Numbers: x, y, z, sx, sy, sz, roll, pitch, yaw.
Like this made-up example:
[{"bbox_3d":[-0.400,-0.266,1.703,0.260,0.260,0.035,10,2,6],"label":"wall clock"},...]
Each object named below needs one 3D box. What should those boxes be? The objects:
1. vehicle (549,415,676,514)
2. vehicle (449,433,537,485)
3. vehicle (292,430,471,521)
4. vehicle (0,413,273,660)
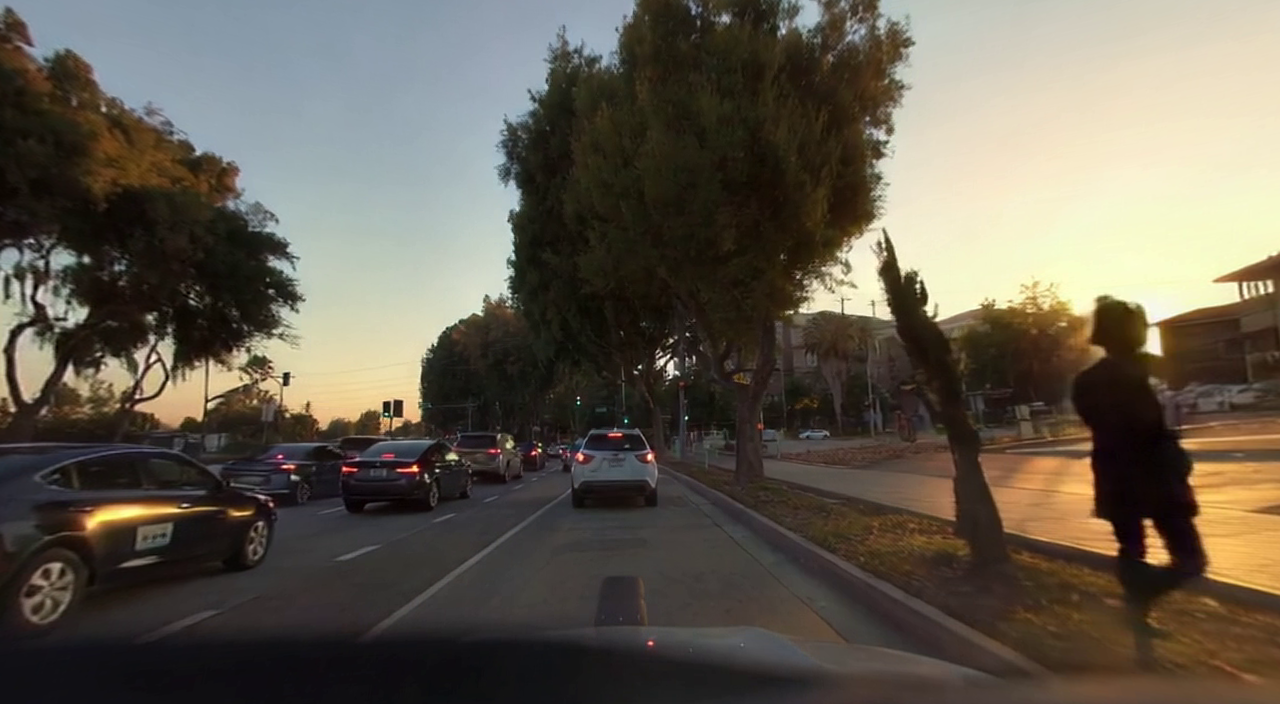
[{"bbox_3d":[-0.573,2.435,14.085,2.368,1.829,4.293,0,-9,-2],"label":"vehicle"},{"bbox_3d":[-5.413,4.021,24.009,2.188,1.774,4.477,0,-9,1],"label":"vehicle"},{"bbox_3d":[-5.407,2.629,14.017,2.010,1.674,4.484,0,-9,1],"label":"vehicle"},{"bbox_3d":[-5.277,1.368,5.150,2.069,1.616,4.108,0,-9,0],"label":"vehicle"}]
